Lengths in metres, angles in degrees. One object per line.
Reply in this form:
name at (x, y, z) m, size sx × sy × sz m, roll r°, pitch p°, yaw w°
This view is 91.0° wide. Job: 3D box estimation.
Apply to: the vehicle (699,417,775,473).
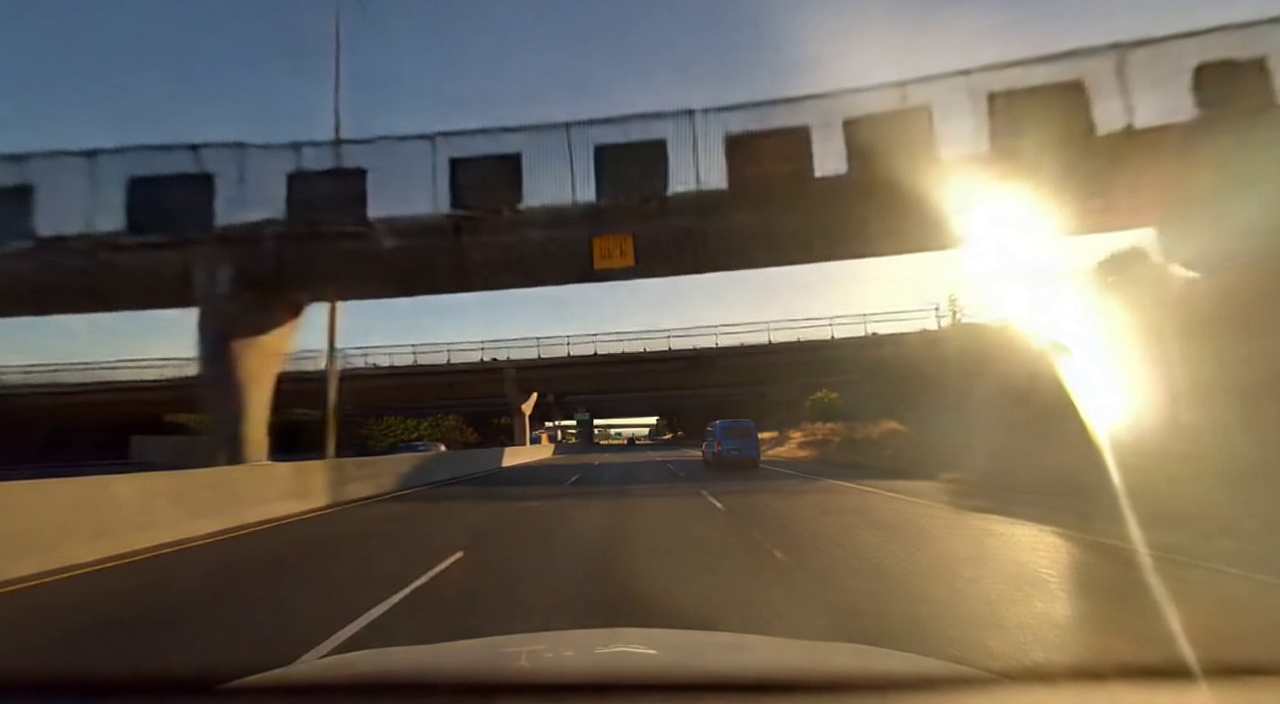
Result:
vehicle at (3.764, 3.735, 25.365) m, size 2.161 × 2.002 × 4.631 m, roll 0°, pitch -8°, yaw -2°
